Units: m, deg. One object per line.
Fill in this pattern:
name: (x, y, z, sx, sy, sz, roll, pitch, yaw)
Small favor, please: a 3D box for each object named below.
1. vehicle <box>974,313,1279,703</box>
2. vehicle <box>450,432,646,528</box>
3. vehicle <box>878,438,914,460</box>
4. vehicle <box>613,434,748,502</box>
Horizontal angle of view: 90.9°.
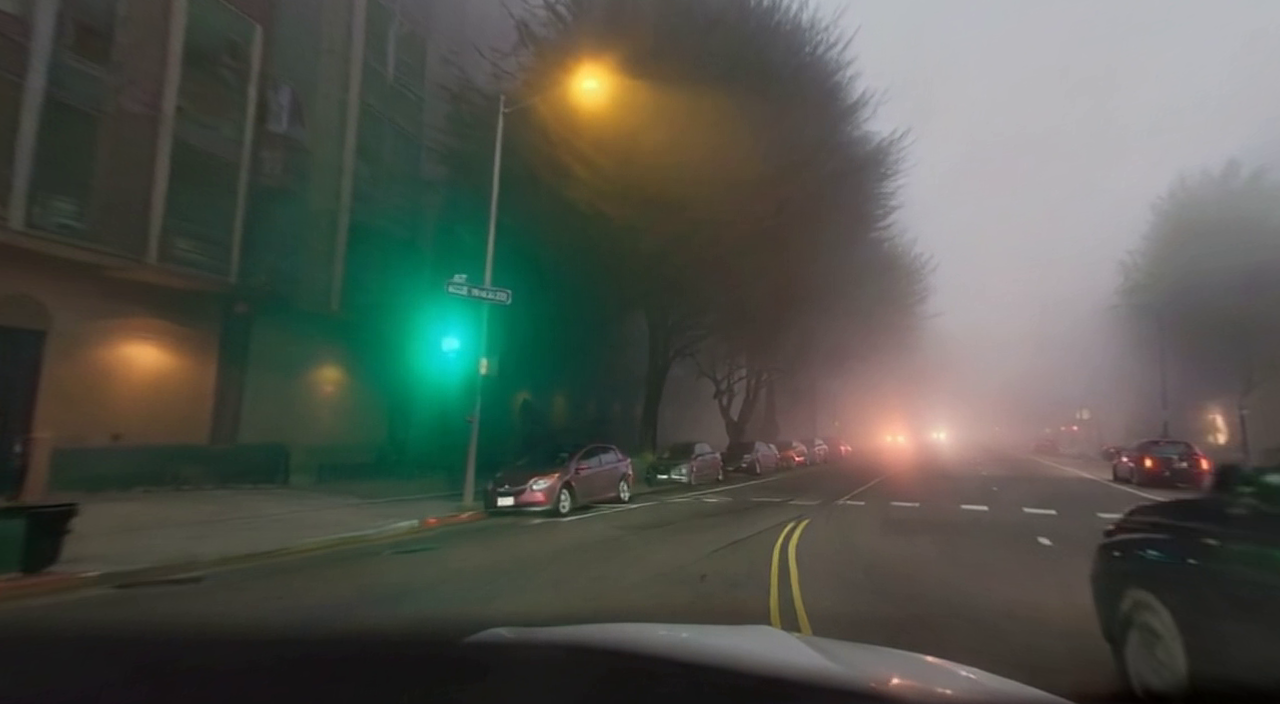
vehicle: (3.821, 0.735, 2.119, 2.411, 1.899, 5.993, 0, -8, 3)
vehicle: (-1.669, 2.526, 13.150, 1.922, 1.628, 4.291, -4, -9, 26)
vehicle: (18.039, 6.800, 44.311, 1.852, 1.465, 4.092, -4, -9, 27)
vehicle: (1.345, 3.249, 18.251, 2.179, 1.658, 4.765, -4, -9, 27)
